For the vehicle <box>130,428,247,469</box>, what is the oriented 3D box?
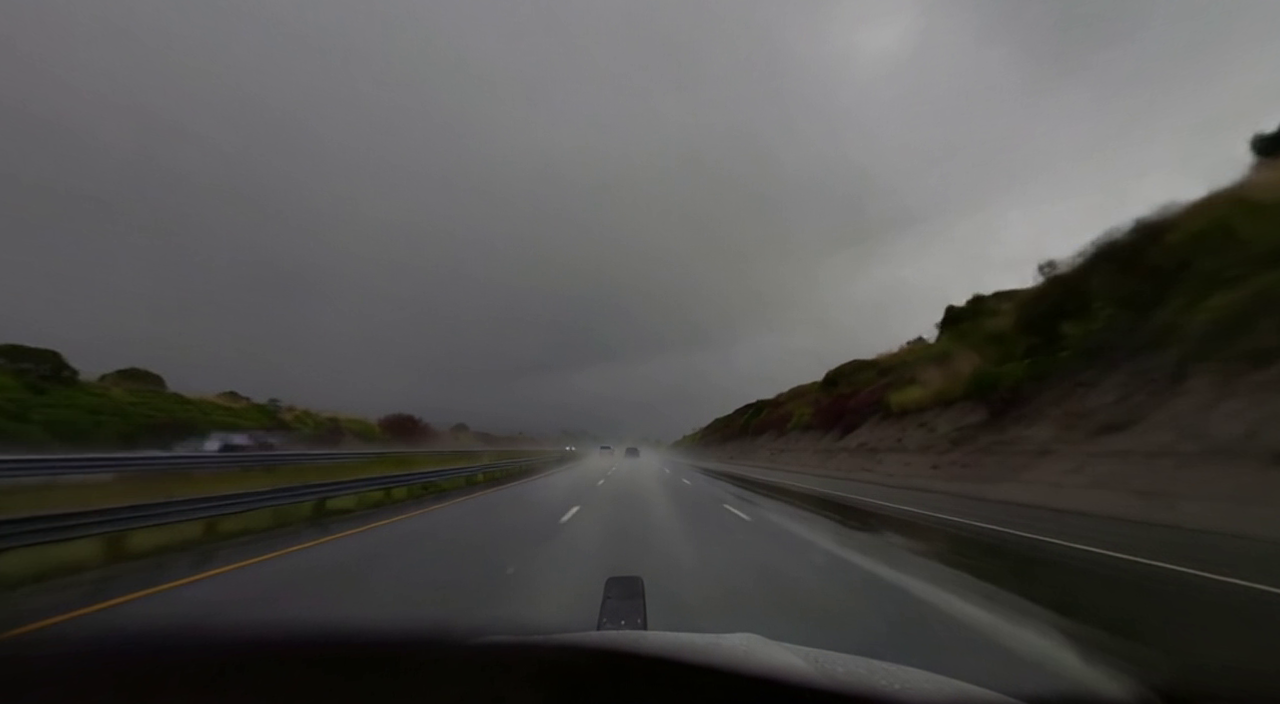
[{"bbox_3d":[-18.220,3.951,25.700,1.809,1.502,4.012,0,-9,-1],"label":"vehicle"}]
